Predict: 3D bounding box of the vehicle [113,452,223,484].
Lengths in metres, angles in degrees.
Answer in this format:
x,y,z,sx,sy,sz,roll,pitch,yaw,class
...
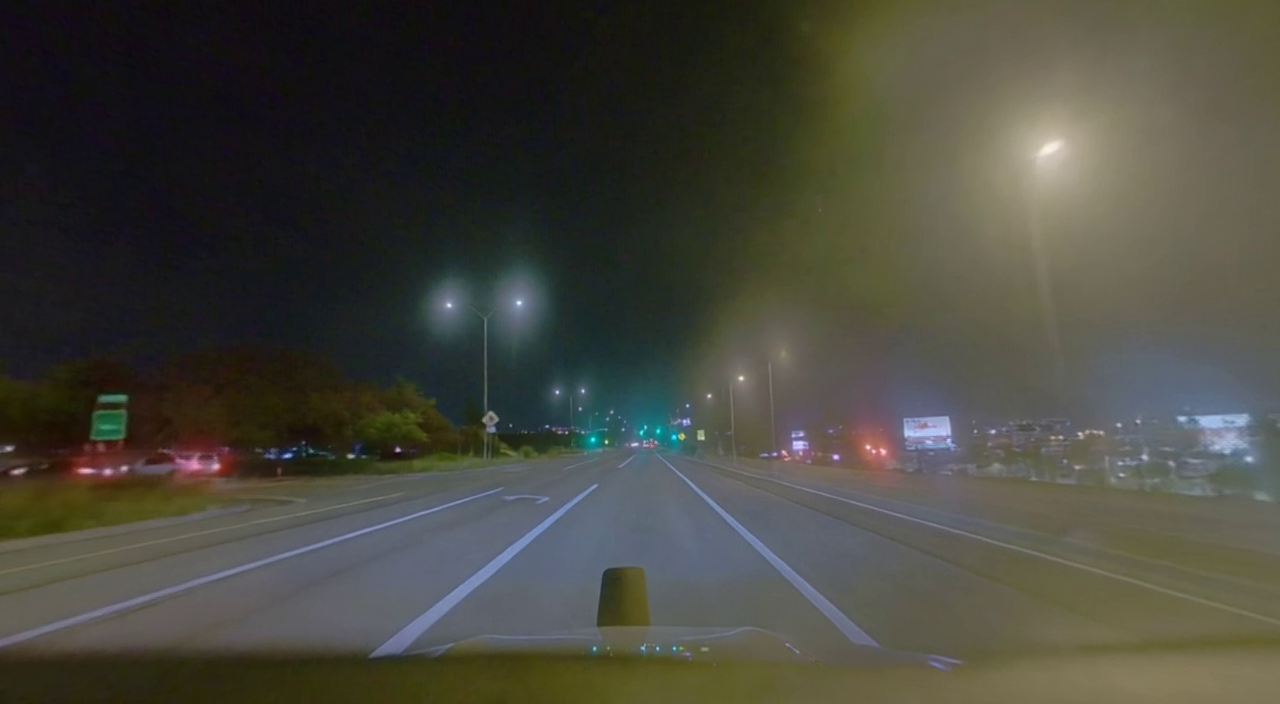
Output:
x,y,z,sx,sy,sz,roll,pitch,yaw,class
-25.675,6.291,34.368,4.495,1.641,1.966,-1,-8,4,vehicle

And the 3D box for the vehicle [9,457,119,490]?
x,y,z,sx,sy,sz,roll,pitch,yaw,class
-31.612,6.647,34.668,4.260,1.498,1.850,-3,-8,-1,vehicle
